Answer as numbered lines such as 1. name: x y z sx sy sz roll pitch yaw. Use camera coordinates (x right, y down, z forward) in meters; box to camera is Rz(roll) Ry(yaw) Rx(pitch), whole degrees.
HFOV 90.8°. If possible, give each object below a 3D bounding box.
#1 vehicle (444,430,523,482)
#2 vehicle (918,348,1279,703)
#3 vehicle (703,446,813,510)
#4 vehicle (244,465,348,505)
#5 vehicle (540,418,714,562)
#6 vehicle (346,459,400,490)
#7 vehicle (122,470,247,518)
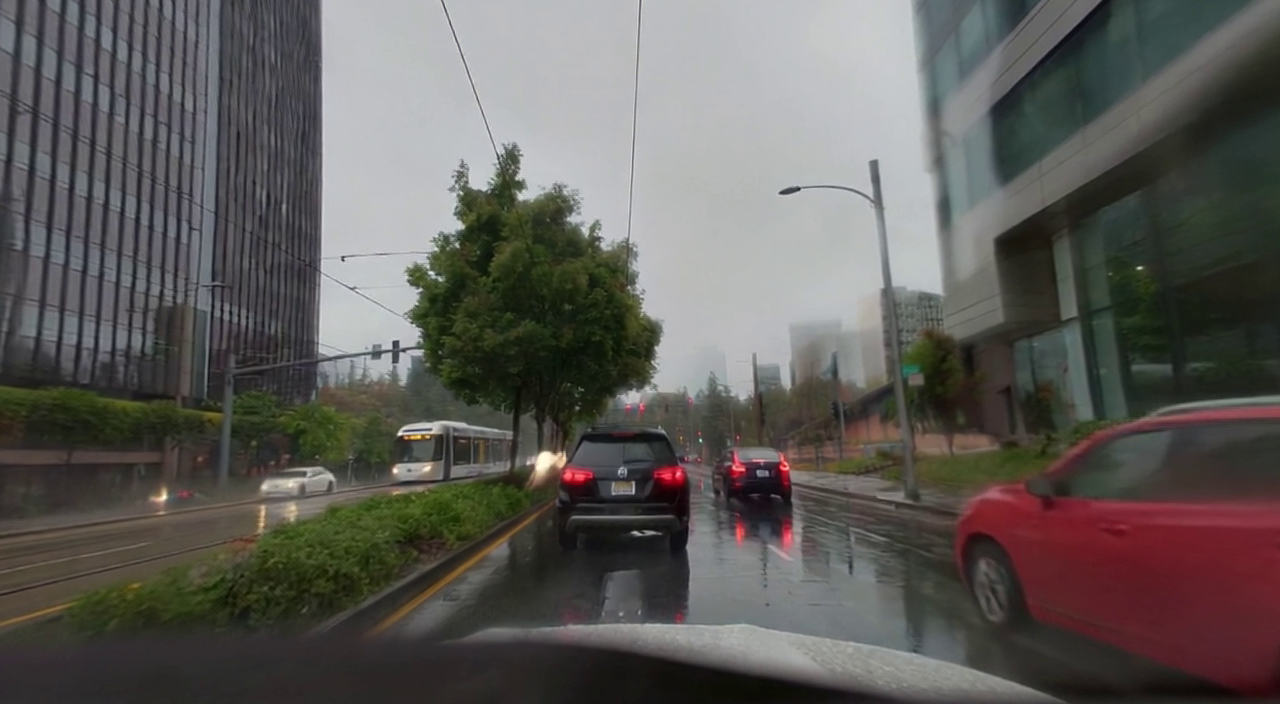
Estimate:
1. vehicle: -11.107 7.507 46.183 3.053 3.359 10.539 0 -9 0
2. vehicle: 3.538 0.968 3.281 2.029 1.717 4.624 0 -9 0
3. vehicle: 2.990 3.296 17.057 1.993 1.480 4.324 0 -9 -2
4. vehicle: -15.153 5.858 28.190 2.077 1.458 4.718 0 -9 -1
5. vehicle: -0.245 2.051 10.140 2.178 1.779 4.255 0 -9 -2
6. vehicle: -19.189 8.794 45.653 1.933 1.919 4.913 0 -9 -3
7. vehicle: -19.249 5.986 27.036 2.066 1.700 4.536 0 -9 -2
